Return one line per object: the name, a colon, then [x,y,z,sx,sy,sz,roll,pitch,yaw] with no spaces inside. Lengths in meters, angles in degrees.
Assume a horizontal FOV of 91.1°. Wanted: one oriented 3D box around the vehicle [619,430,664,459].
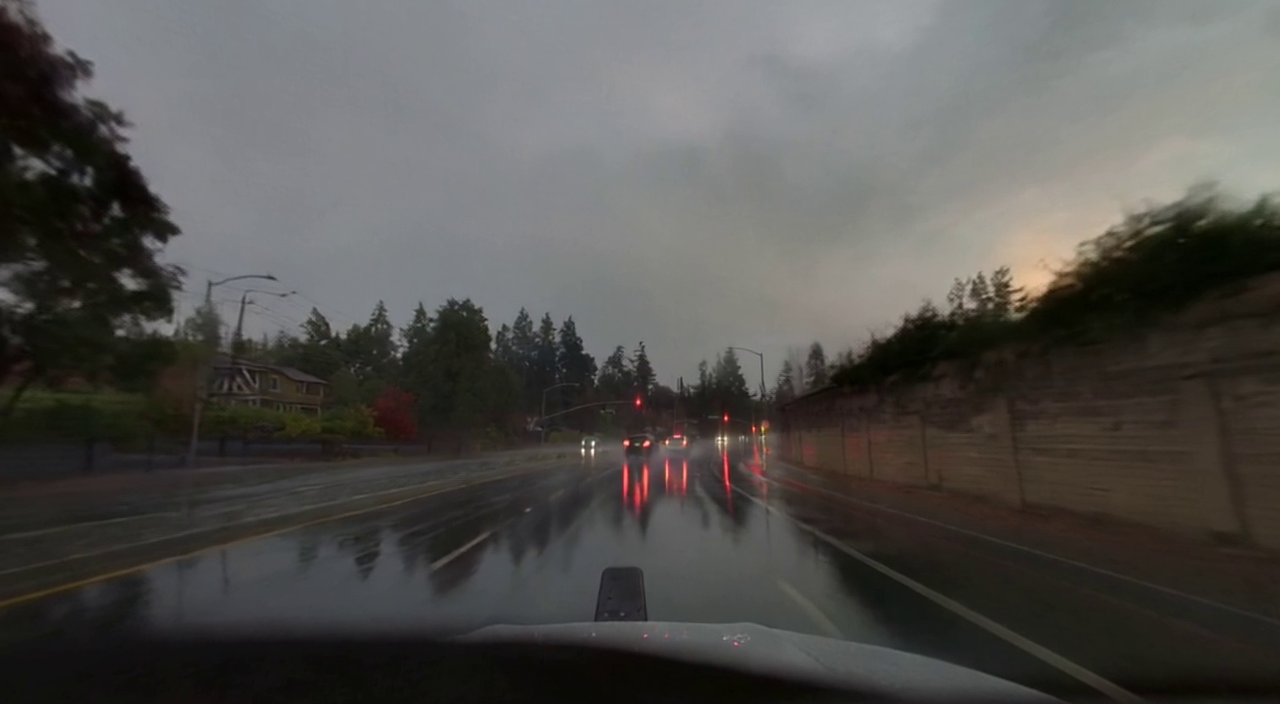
vehicle: [0.161,6.068,41.231,2.152,1.822,4.391,-1,-8,11]
